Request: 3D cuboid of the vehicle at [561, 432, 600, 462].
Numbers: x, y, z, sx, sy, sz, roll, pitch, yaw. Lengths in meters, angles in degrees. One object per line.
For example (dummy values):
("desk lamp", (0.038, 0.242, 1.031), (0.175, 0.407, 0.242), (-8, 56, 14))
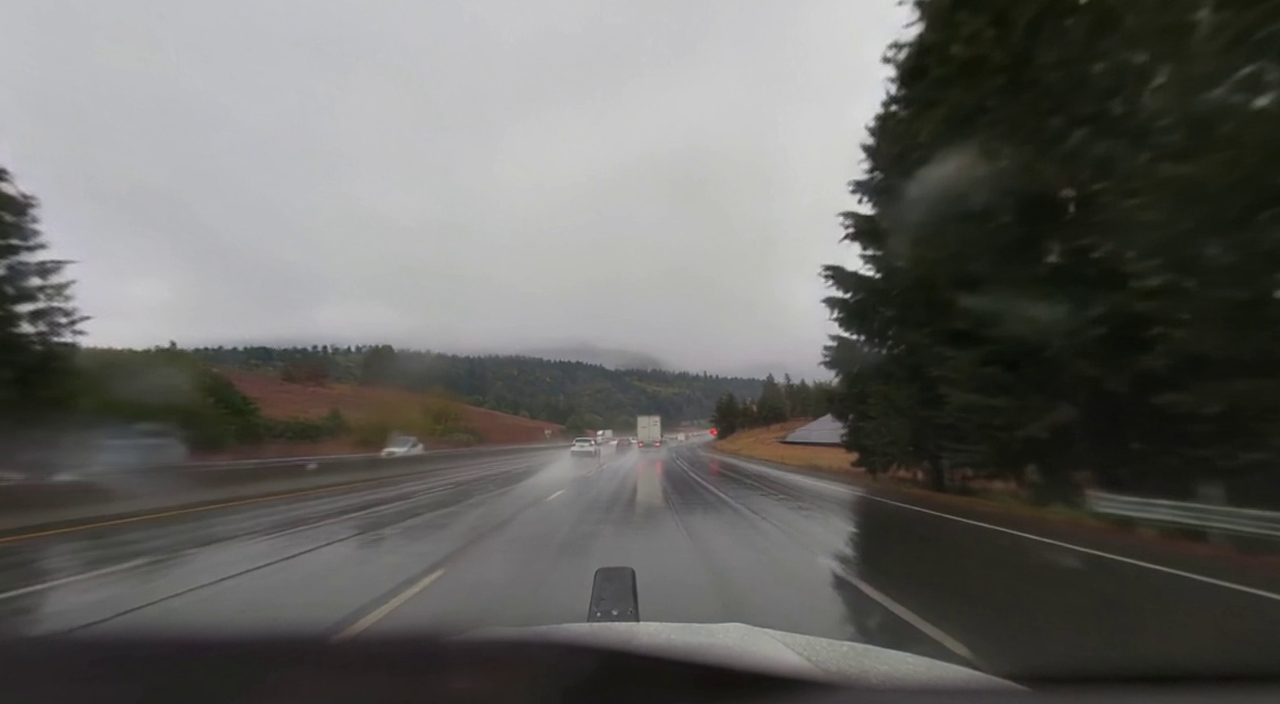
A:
("vehicle", (-3.991, 6.518, 43.237), (2.130, 1.935, 4.817), (-1, -8, 1))
